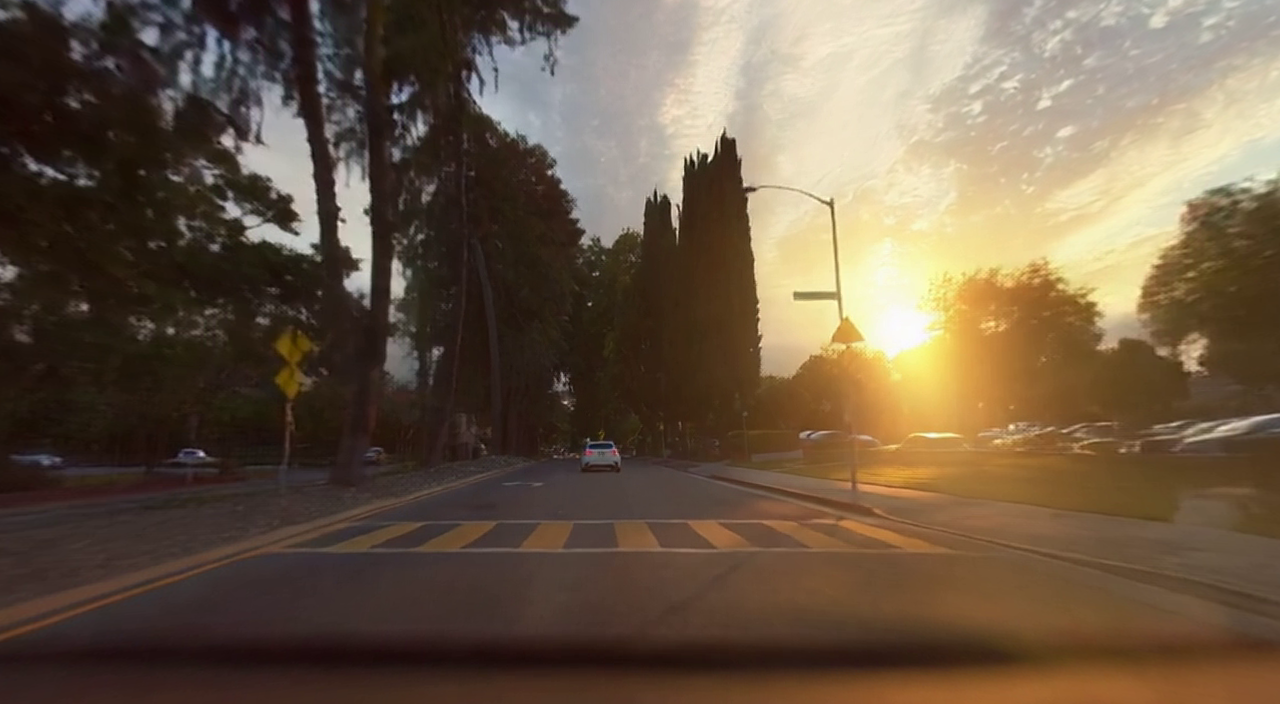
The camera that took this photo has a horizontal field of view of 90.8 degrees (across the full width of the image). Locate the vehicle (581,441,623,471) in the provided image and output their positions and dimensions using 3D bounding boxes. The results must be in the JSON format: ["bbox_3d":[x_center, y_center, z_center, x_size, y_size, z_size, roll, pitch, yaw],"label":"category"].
[{"bbox_3d":[-2.103,5.594,34.257,2.142,1.501,4.273,1,-9,-4],"label":"vehicle"}]

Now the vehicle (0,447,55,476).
[{"bbox_3d":[-47.468,8.433,48.979,2.020,2.099,4.657,5,-10,-30],"label":"vehicle"}]
